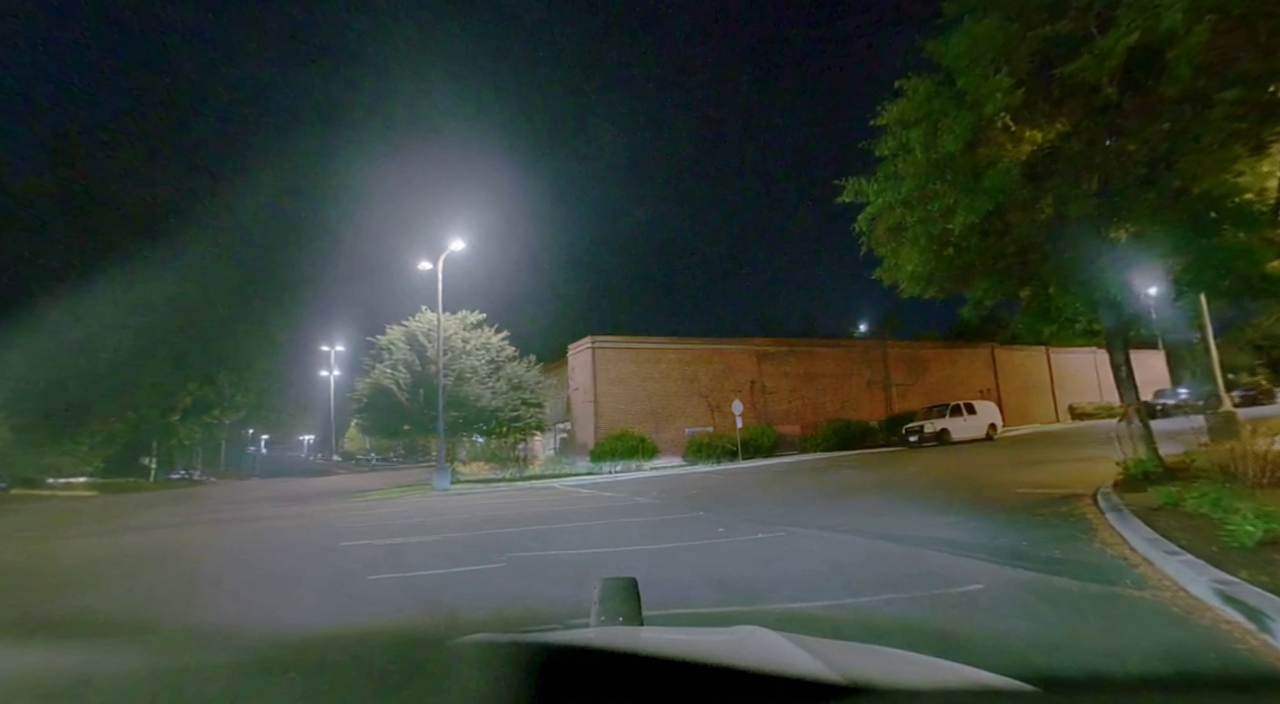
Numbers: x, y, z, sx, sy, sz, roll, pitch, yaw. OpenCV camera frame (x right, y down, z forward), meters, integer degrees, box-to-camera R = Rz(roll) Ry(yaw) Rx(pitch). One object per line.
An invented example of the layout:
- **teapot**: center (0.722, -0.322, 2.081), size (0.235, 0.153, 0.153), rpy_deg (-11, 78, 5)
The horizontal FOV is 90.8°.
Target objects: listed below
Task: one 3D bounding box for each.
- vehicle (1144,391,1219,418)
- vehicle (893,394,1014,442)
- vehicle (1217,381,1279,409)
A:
- **vehicle**: center (35.779, 3.516, 41.697), size (4.383, 1.525, 2.038), rpy_deg (4, -10, -26)
- **vehicle**: center (15.669, 3.378, 31.560), size (5.547, 2.193, 2.433), rpy_deg (4, -10, -27)
- **vehicle**: center (45.045, 3.179, 46.400), size (4.912, 1.741, 2.360), rpy_deg (6, -7, -28)
